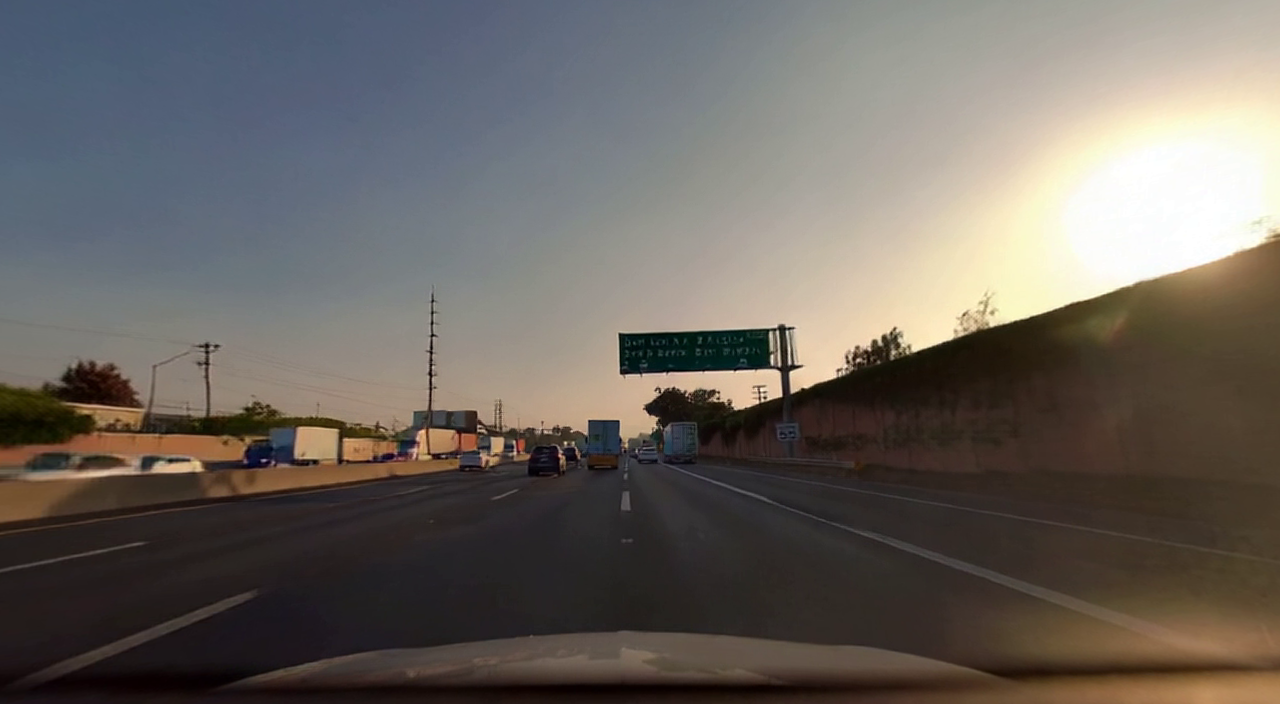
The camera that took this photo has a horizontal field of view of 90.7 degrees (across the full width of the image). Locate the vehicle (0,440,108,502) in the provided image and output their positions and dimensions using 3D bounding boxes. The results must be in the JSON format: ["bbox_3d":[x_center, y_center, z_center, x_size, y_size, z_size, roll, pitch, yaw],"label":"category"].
[{"bbox_3d":[-18.163,3.351,18.019,2.030,1.629,4.673,0,-9,-2],"label":"vehicle"}]

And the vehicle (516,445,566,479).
[{"bbox_3d":[-5.147,5.772,33.395,2.132,1.679,4.045,0,-9,-3],"label":"vehicle"}]

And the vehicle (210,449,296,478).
[{"bbox_3d":[-26.292,7.542,43.313,2.212,1.805,5.949,0,-9,-1],"label":"vehicle"}]

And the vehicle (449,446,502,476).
[{"bbox_3d":[-10.208,6.786,39.611,2.129,1.717,4.593,0,-9,0],"label":"vehicle"}]

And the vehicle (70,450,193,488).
[{"bbox_3d":[-22.270,5.121,28.003,1.798,1.496,4.490,0,-9,-2],"label":"vehicle"}]
